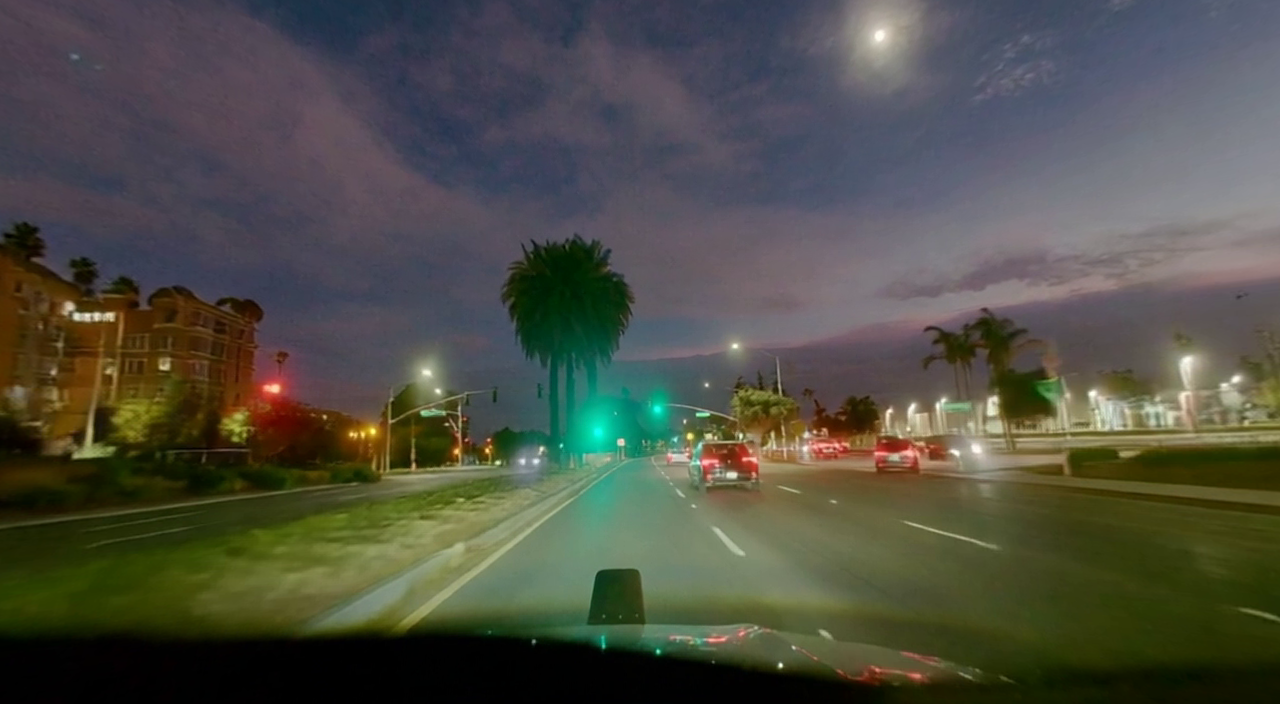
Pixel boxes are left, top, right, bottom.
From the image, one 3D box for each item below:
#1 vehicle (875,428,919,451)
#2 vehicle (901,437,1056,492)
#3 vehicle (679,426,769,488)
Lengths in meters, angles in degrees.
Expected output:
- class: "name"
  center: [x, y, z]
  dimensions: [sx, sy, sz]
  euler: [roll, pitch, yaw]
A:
- class: "vehicle"
  center: [19.370, 6.611, 47.522]
  dimensions: [2.100, 1.626, 4.450]
  euler: [-6, -10, 33]
- class: "vehicle"
  center: [10.159, 3.420, 19.558]
  dimensions: [1.989, 1.472, 5.054]
  euler: [0, -9, 0]
- class: "vehicle"
  center: [2.957, 3.885, 23.668]
  dimensions: [2.559, 2.017, 5.562]
  euler: [0, -9, 0]
